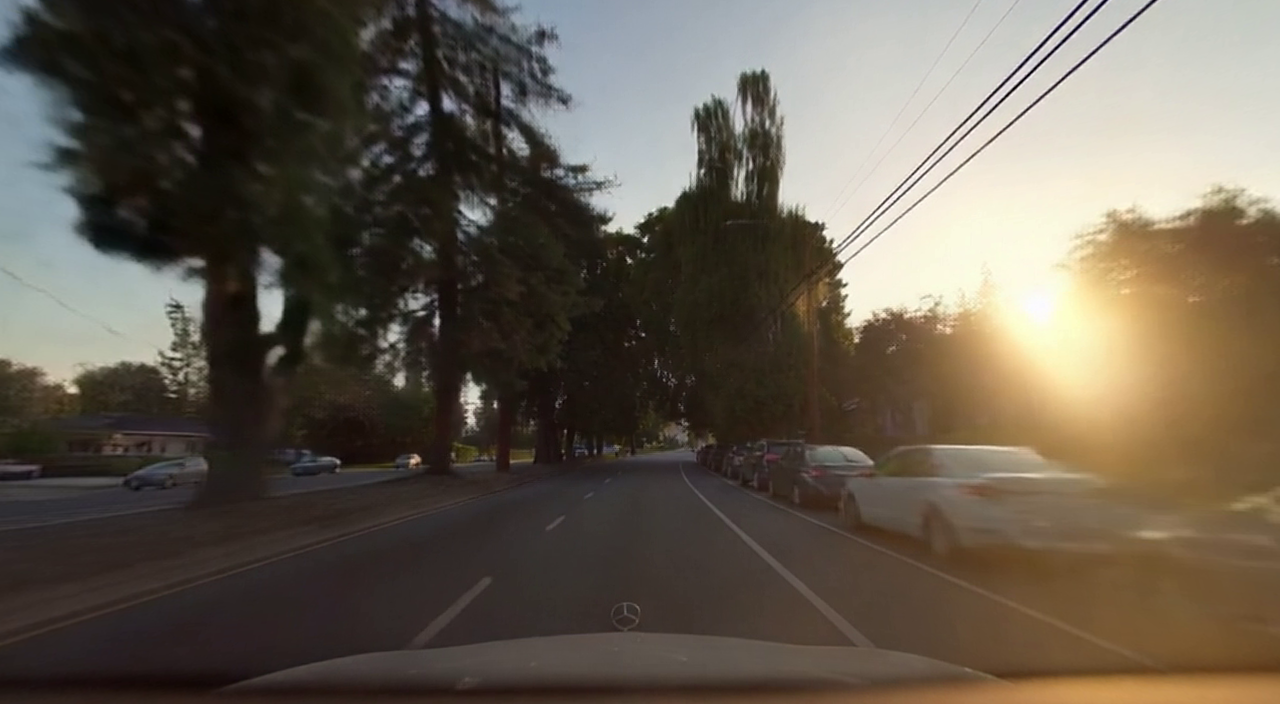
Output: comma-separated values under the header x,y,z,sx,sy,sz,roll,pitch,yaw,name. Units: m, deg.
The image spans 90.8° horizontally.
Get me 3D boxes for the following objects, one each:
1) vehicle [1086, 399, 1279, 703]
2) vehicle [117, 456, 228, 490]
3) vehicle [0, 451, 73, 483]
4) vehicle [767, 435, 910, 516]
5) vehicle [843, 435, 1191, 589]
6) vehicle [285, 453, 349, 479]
x,y,z,sx,sy,sz,roll,pitch,yaw,name
4.230,0.922,2.515,1.876,1.578,4.323,-1,-9,3,vehicle
-23.379,6.060,31.861,1.915,1.492,4.565,-1,-9,4,vehicle
-33.682,6.161,34.064,4.374,1.649,1.943,-1,-9,2,vehicle
4.339,2.756,14.645,1.794,1.560,4.429,0,-9,-1,vehicle
4.346,1.871,8.332,1.788,1.452,4.424,0,-9,-1,vehicle
-22.913,8.070,45.016,1.950,1.466,4.728,-2,-7,2,vehicle
